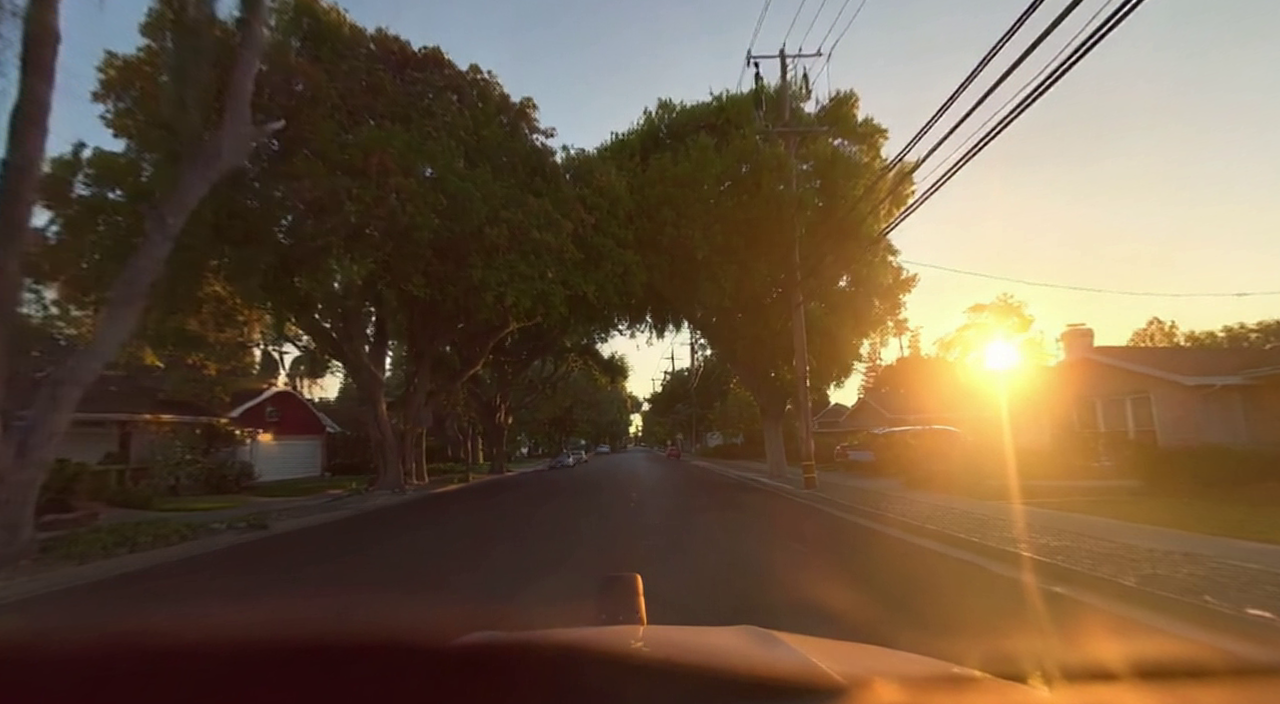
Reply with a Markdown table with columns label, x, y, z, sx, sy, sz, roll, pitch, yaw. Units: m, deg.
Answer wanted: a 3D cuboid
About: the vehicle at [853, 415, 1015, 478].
| label | x | y | z | sx | sy | sz | roll | pitch | yaw |
| --- | --- | --- | --- | --- | --- | --- | --- | --- | --- |
| vehicle | 10.312 | 3.353 | 22.450 | 4.555 | 1.803 | 2.151 | -4 | -8 | -2 |
